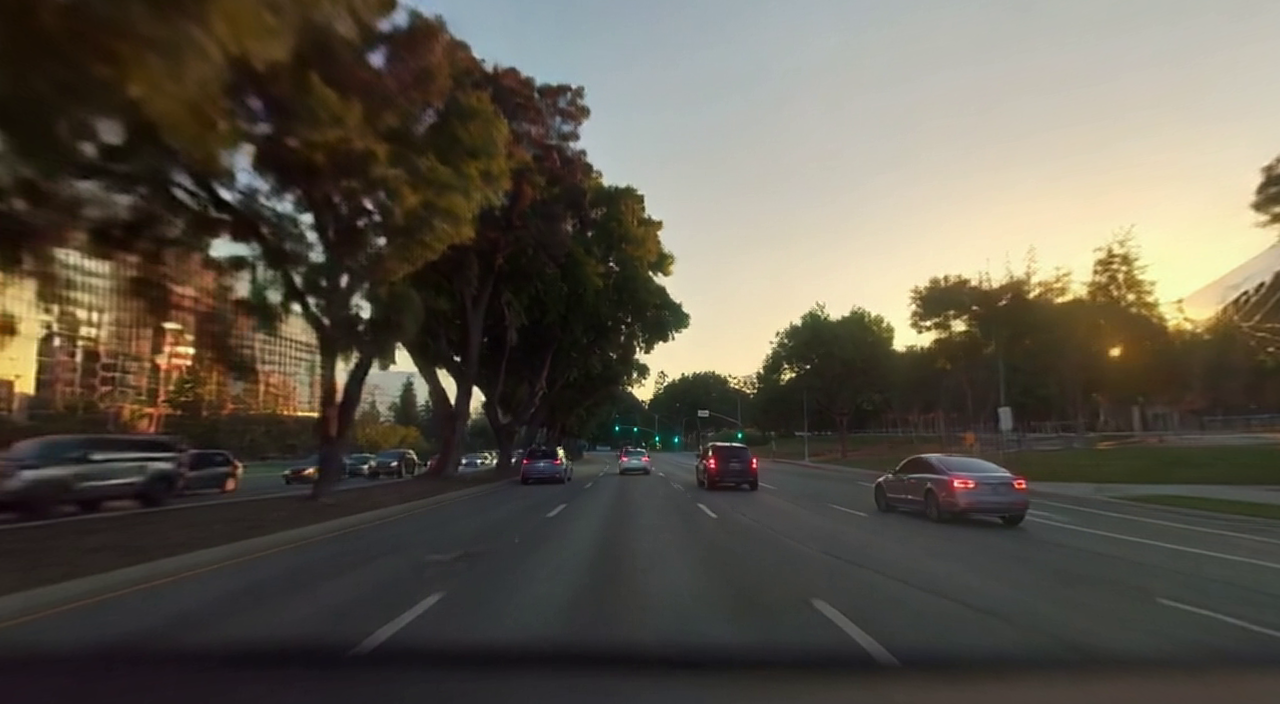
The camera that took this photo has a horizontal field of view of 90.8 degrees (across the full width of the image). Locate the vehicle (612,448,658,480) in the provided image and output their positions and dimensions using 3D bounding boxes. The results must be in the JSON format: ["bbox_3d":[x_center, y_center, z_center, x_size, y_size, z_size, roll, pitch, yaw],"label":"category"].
[{"bbox_3d":[-0.319,5.651,32.113,2.155,1.486,4.403,0,-9,-2],"label":"vehicle"}]

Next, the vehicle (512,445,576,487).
[{"bbox_3d":[-4.103,4.930,27.724,2.172,1.671,4.175,0,-9,0],"label":"vehicle"}]

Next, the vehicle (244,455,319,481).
[{"bbox_3d":[-22.648,7.341,40.137,2.019,1.467,4.808,0,-9,-1],"label":"vehicle"}]

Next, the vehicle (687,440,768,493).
[{"bbox_3d":[3.020,4.051,22.759,2.161,1.716,4.194,0,-9,-2],"label":"vehicle"}]

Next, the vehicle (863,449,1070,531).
[{"bbox_3d":[6.532,2.767,13.327,1.945,1.408,4.288,0,-9,-2],"label":"vehicle"}]

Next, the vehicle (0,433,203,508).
[{"bbox_3d":[-15.374,3.242,17.827,2.089,1.744,5.500,0,-9,0],"label":"vehicle"}]

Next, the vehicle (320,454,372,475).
[{"bbox_3d":[-22.834,8.713,49.207,1.919,1.462,4.580,0,-9,-1],"label":"vehicle"}]
